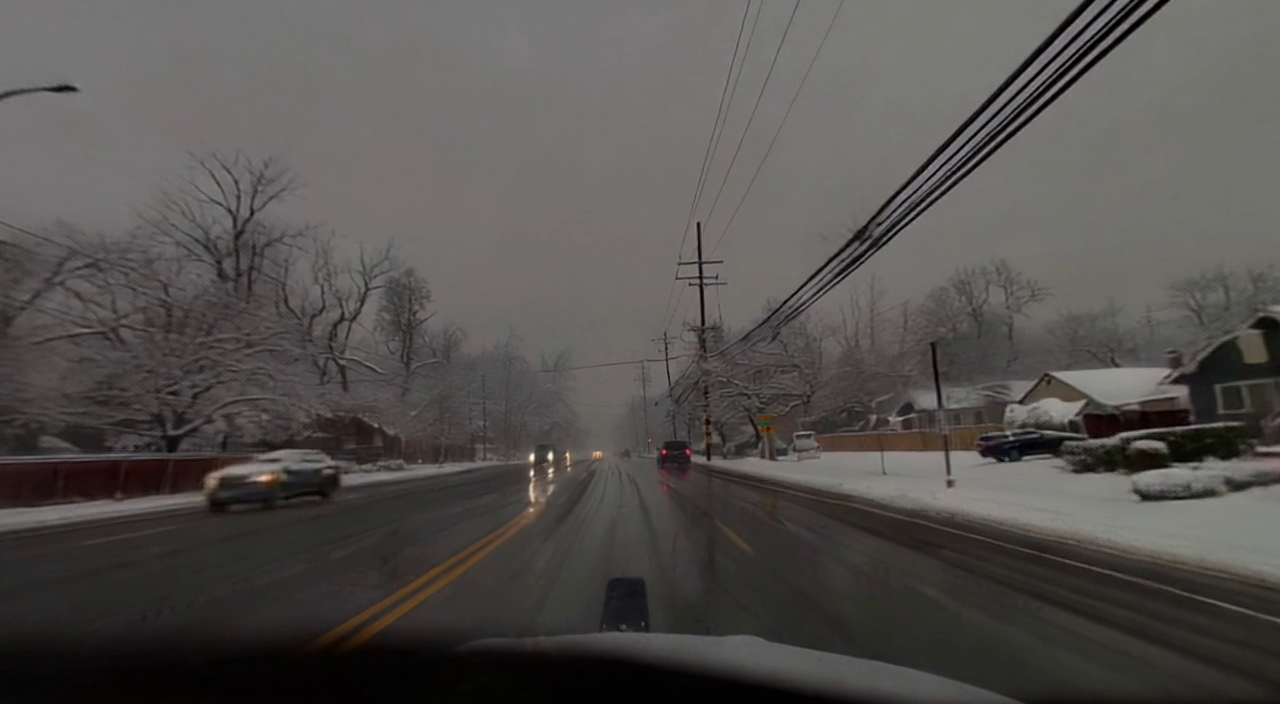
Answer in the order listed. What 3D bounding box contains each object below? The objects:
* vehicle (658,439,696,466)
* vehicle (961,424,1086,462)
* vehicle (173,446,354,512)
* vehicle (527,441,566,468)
[{"bbox_3d":[2.577,7.180,45.131,2.144,1.843,4.827,0,-9,-4],"label":"vehicle"},{"bbox_3d":[18.128,4.338,29.969,4.766,1.493,2.076,-9,-11,31],"label":"vehicle"},{"bbox_3d":[-9.976,3.353,17.255,2.050,1.536,4.537,-1,-9,2],"label":"vehicle"},{"bbox_3d":[-6.719,7.424,45.749,2.127,1.725,4.366,-3,-9,0],"label":"vehicle"}]
